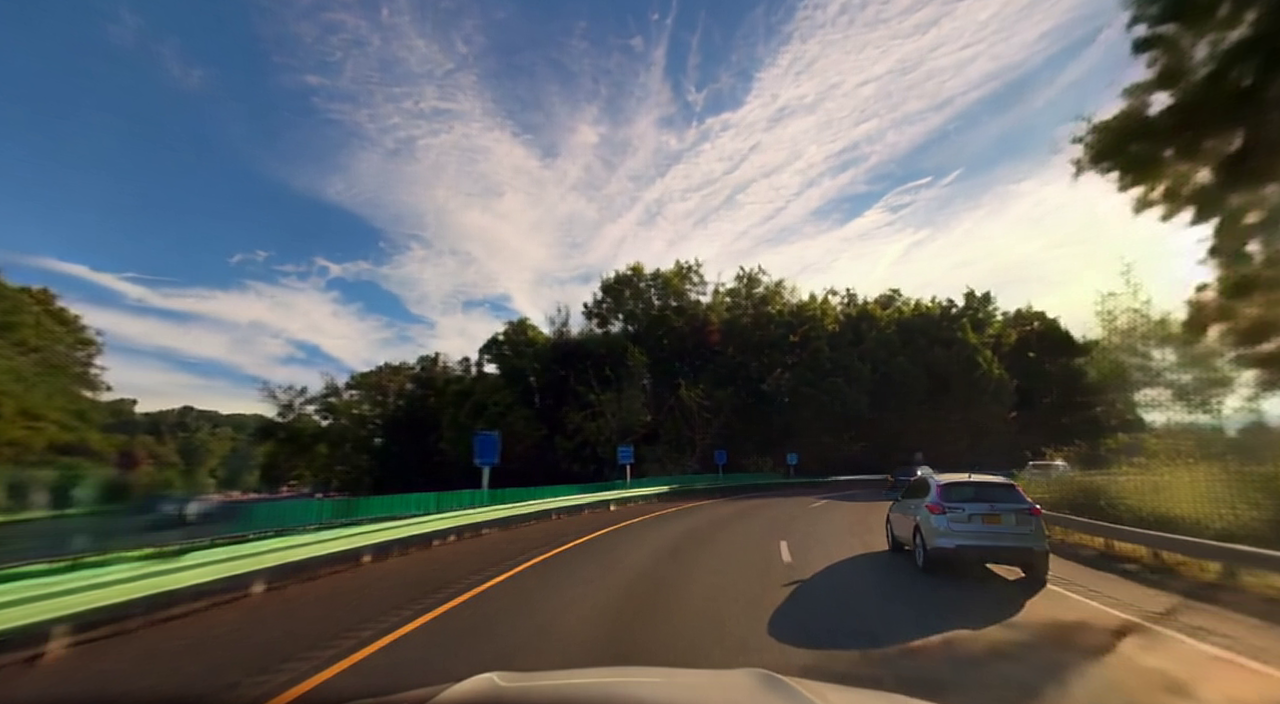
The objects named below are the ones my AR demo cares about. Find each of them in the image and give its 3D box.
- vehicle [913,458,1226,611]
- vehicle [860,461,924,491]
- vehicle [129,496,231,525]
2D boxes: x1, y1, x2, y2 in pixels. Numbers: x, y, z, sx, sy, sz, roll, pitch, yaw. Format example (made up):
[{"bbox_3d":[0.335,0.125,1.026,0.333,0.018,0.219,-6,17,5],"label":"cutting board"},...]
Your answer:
[{"bbox_3d":[5.600,2.370,9.046,2.023,1.593,4.105,-1,-10,8],"label":"vehicle"},{"bbox_3d":[13.748,6.746,34.267,1.992,1.503,3.793,-8,-14,40],"label":"vehicle"},{"bbox_3d":[-30.024,10.343,41.326,5.016,1.655,1.850,6,-11,-26],"label":"vehicle"}]
